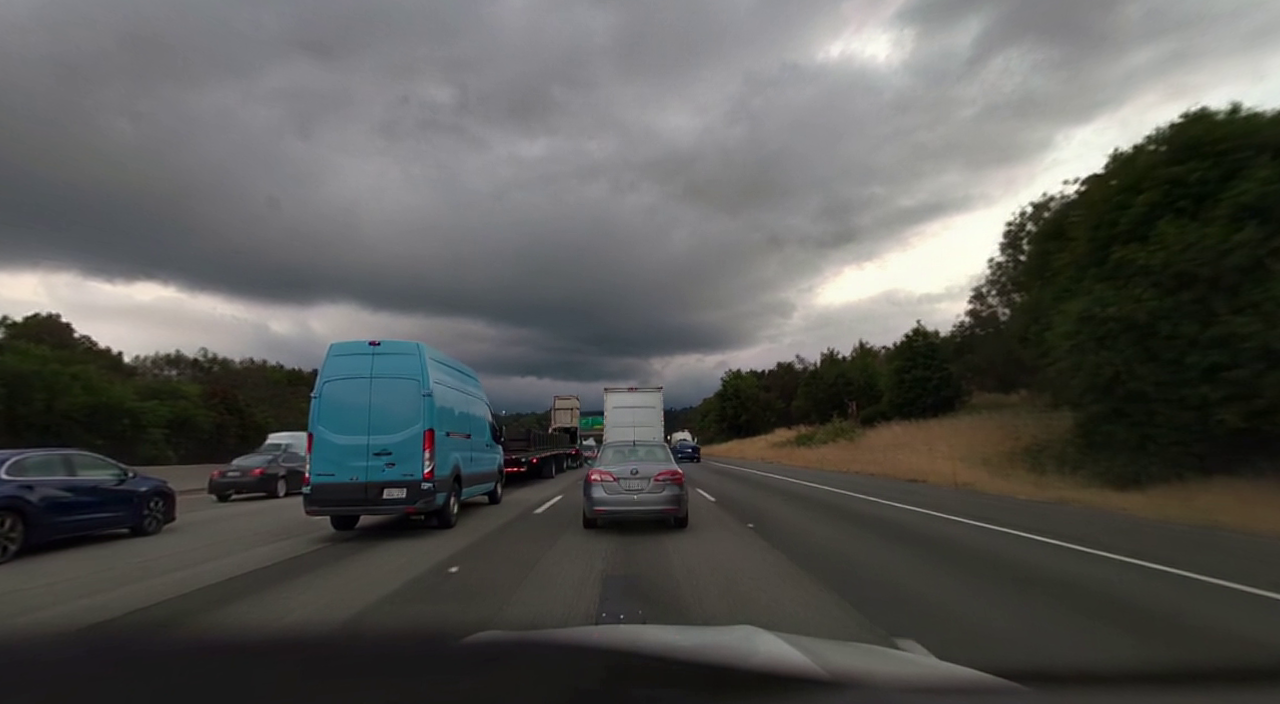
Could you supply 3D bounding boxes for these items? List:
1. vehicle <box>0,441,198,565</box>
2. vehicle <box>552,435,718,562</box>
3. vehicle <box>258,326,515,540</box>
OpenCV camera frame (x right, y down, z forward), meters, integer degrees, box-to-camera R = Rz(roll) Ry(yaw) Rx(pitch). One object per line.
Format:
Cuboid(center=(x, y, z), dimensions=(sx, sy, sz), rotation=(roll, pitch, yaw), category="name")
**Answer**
Cuboid(center=(-8.825, 2.042, 8.885), dimensions=(1.899, 1.503, 4.466), rotation=(-1, -9, 1), category="vehicle")
Cuboid(center=(-0.094, 2.040, 9.387), dimensions=(1.995, 1.495, 3.380), rotation=(0, -9, -1), category="vehicle")
Cuboid(center=(-4.072, 1.578, 11.928), dimensions=(2.254, 2.879, 6.656), rotation=(0, -9, -2), category="vehicle")
